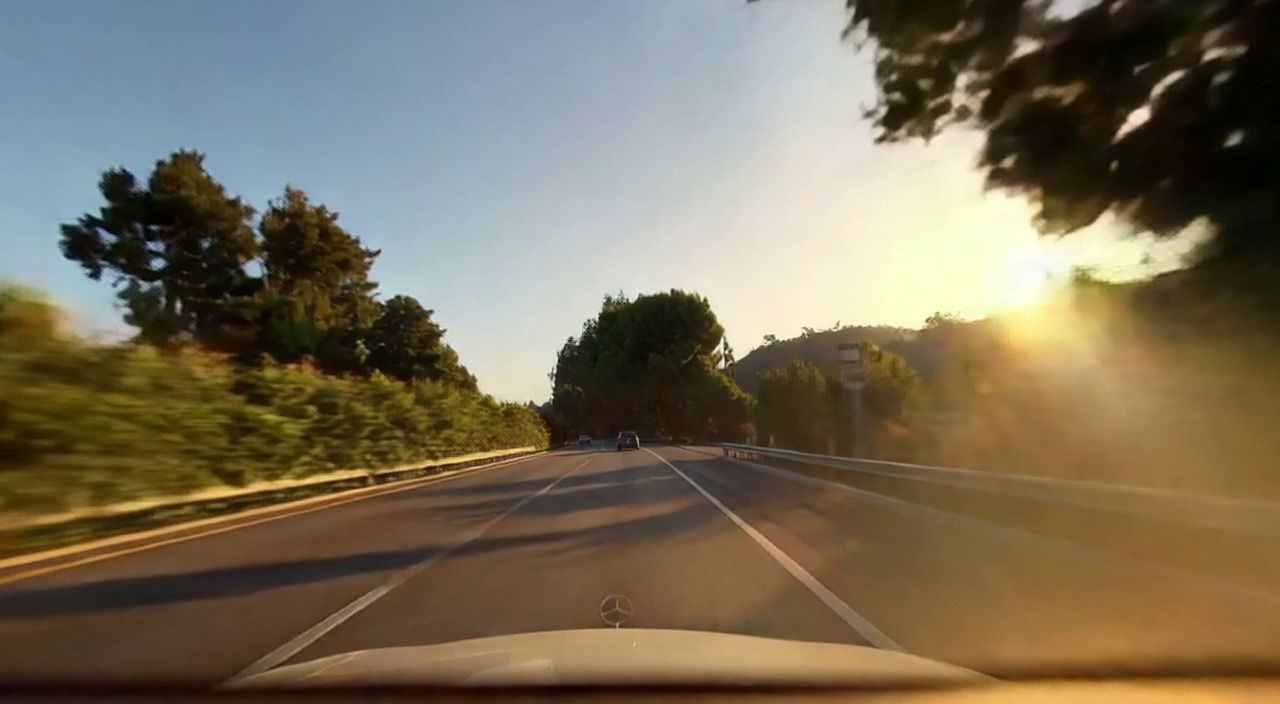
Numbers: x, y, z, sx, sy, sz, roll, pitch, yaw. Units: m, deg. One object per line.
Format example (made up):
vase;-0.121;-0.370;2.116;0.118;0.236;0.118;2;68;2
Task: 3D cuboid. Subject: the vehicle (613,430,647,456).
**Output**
vehicle;-0.684;5.831;40.509;2.041;1.618;3.898;0;-8;-2
